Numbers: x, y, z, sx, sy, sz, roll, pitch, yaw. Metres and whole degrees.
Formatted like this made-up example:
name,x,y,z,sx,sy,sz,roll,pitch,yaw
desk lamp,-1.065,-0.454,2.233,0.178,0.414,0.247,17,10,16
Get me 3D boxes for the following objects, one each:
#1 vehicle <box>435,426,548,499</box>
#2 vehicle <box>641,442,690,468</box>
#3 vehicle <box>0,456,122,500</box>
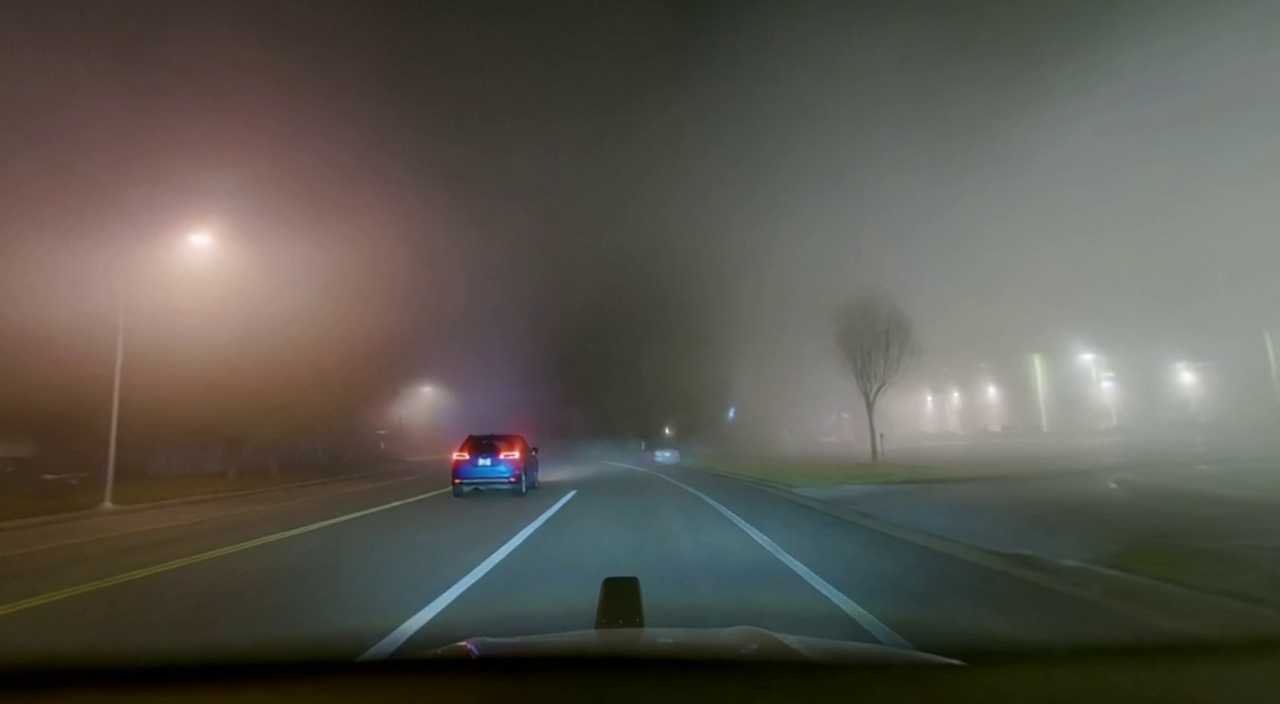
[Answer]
name,x,y,z,sx,sy,sz,roll,pitch,yaw
vehicle,-3.976,3.040,17.819,2.175,1.772,4.442,0,-8,-1
vehicle,1.435,6.135,37.815,1.928,1.447,4.386,2,-9,-12
vehicle,-21.956,4.540,22.930,4.525,1.455,1.821,1,-8,-5
